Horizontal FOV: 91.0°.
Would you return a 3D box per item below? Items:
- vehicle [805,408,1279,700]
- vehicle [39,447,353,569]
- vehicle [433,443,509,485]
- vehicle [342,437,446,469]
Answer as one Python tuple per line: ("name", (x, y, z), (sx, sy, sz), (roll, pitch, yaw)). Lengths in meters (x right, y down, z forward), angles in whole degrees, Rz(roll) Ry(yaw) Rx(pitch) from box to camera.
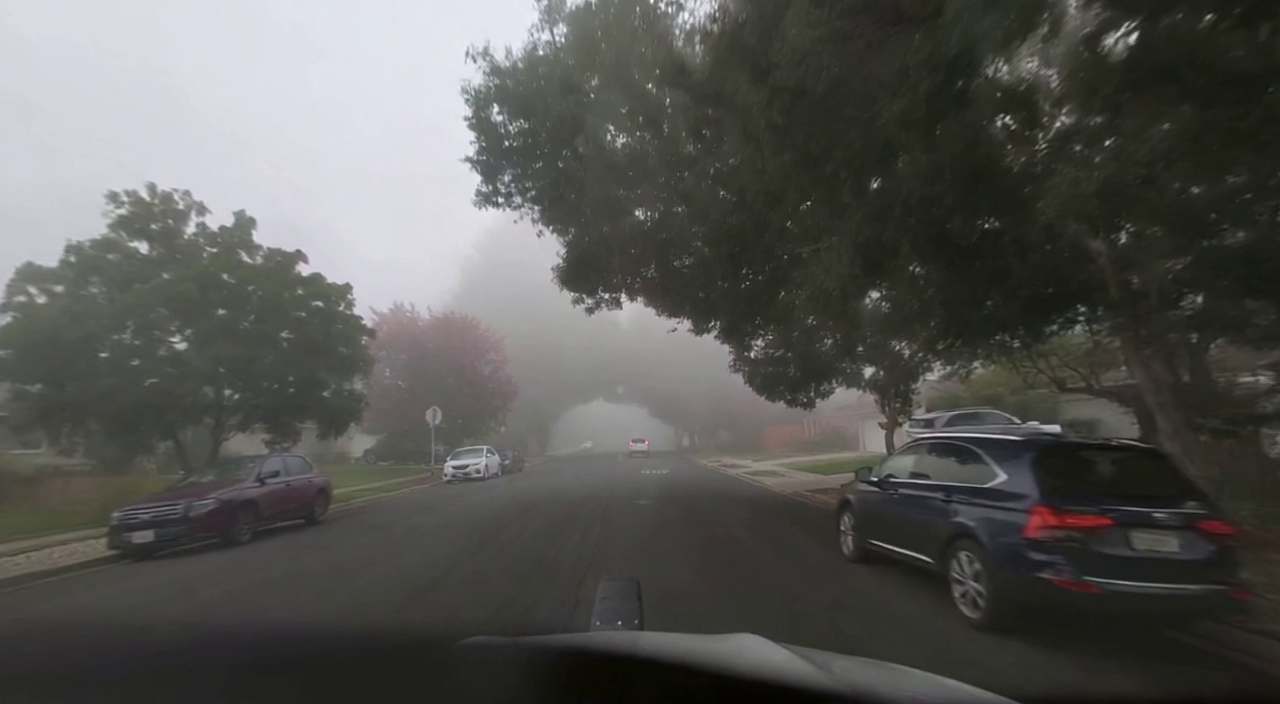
("vehicle", (3.157, 1.383, 5.632), (2.004, 1.469, 4.706), (0, -8, -1))
("vehicle", (-6.815, 2.385, 10.482), (2.009, 1.470, 4.475), (-3, -9, 0))
("vehicle", (-6.830, 4.552, 25.993), (1.972, 1.543, 4.622), (0, -8, -2))
("vehicle", (-15.375, 6.342, 39.635), (5.619, 1.947, 2.183), (1, -9, -4))
